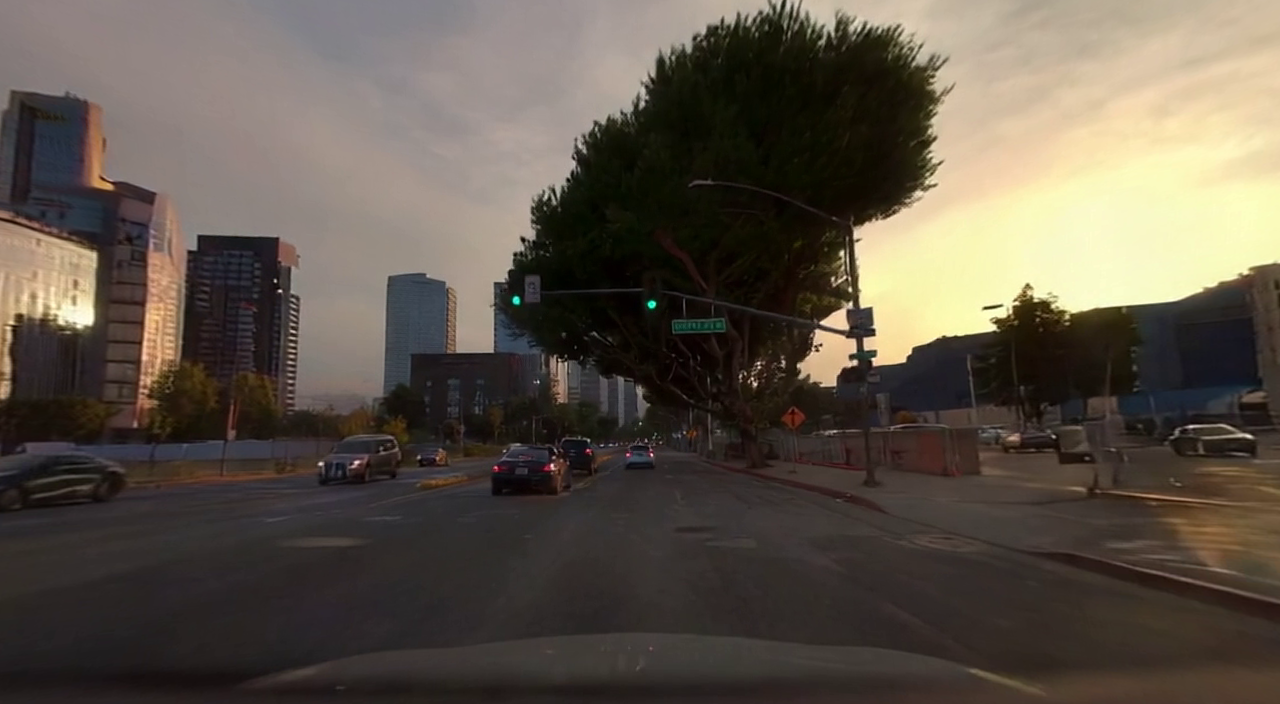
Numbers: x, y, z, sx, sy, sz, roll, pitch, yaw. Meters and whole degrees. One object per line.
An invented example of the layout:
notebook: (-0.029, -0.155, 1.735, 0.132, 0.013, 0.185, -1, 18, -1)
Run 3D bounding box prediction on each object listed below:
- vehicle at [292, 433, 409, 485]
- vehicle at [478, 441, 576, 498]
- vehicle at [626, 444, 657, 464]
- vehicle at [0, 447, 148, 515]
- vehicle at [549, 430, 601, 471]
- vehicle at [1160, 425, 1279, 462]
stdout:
vehicle: (-11.626, 4.333, 25.785, 2.291, 1.890, 4.998, 0, -9, 1)
vehicle: (-3.096, 3.314, 18.234, 1.959, 1.406, 4.527, 0, -9, 0)
vehicle: (0.088, 7.482, 46.406, 2.171, 1.422, 4.146, 0, -9, 0)
vehicle: (-14.930, 3.096, 15.408, 1.935, 1.481, 4.702, -2, -9, 1)
vehicle: (-3.408, 5.311, 34.082, 2.240, 2.054, 4.662, 0, -9, 1)
vehicle: (27.959, 4.388, 30.295, 4.014, 1.681, 1.834, -3, -9, 20)
